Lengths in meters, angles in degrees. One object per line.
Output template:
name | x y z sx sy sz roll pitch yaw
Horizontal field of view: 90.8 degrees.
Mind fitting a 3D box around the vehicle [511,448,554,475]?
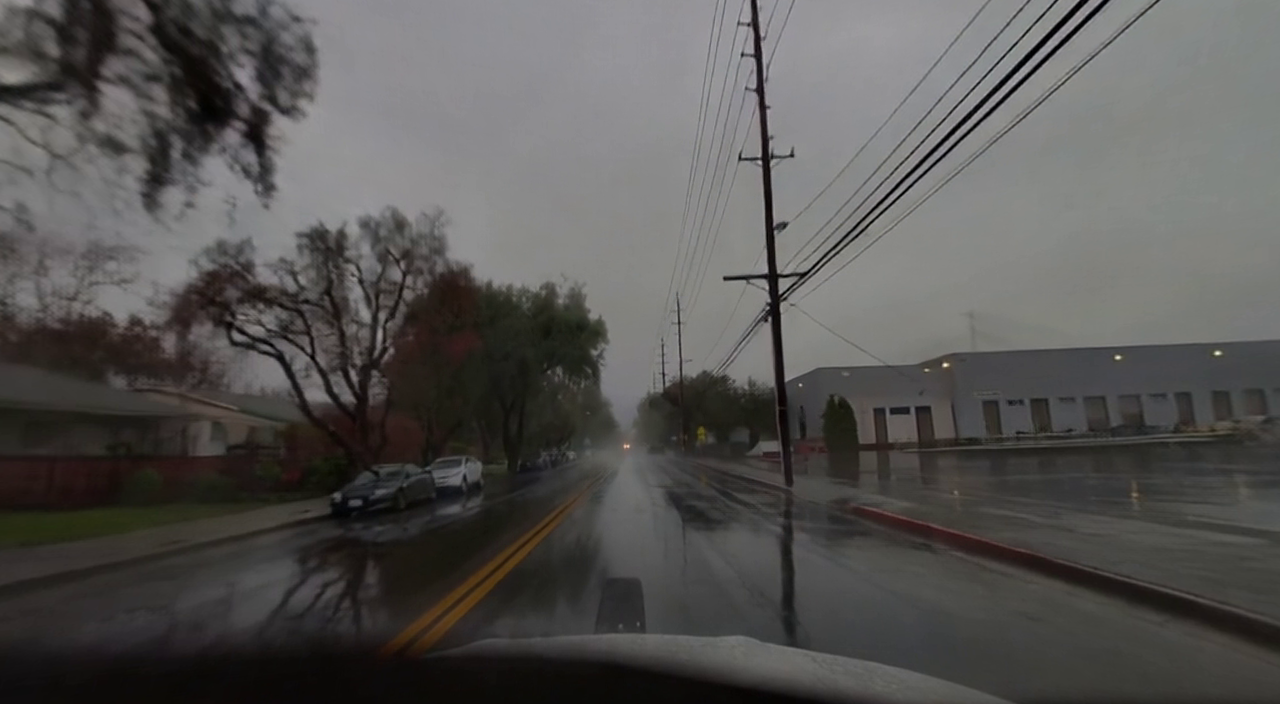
vehicle | -6.736 6.914 39.977 1.887 1.460 4.444 -4 -8 0

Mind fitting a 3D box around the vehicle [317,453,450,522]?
vehicle | -6.672 3.512 16.979 1.815 1.402 4.559 -4 -8 -2
